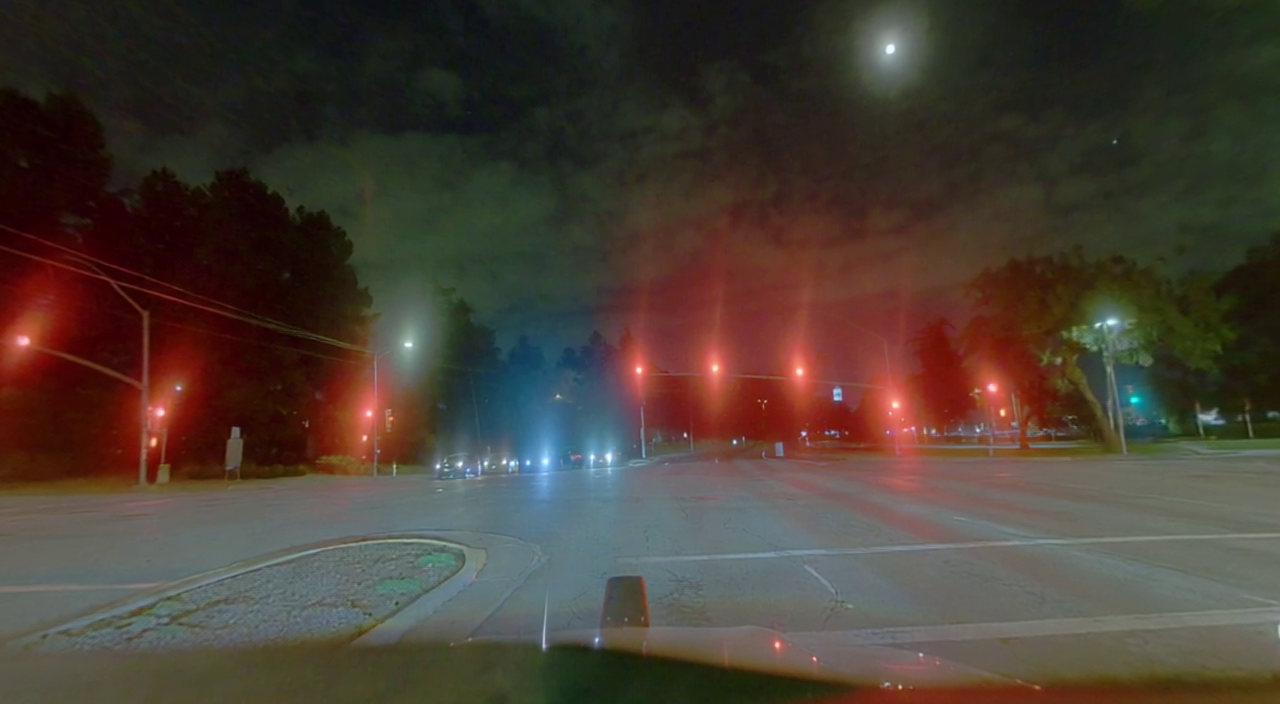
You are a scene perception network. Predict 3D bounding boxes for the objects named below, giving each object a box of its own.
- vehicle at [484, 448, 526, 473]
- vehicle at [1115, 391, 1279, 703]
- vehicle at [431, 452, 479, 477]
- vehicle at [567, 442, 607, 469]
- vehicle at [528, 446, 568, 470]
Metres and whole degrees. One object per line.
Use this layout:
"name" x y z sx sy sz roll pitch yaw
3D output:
"vehicle" -9.793 7.843 45.936 2.064 1.725 4.243 0 -9 1
"vehicle" 3.046 0.621 0.427 1.978 1.468 4.544 0 -9 2
"vehicle" -13.421 8.166 45.972 2.101 1.637 4.304 0 -9 1
"vehicle" -3.595 7.143 43.633 2.215 1.732 4.684 -1 -9 2
"vehicle" -6.567 7.617 45.494 2.126 1.657 4.307 -1 -9 2
